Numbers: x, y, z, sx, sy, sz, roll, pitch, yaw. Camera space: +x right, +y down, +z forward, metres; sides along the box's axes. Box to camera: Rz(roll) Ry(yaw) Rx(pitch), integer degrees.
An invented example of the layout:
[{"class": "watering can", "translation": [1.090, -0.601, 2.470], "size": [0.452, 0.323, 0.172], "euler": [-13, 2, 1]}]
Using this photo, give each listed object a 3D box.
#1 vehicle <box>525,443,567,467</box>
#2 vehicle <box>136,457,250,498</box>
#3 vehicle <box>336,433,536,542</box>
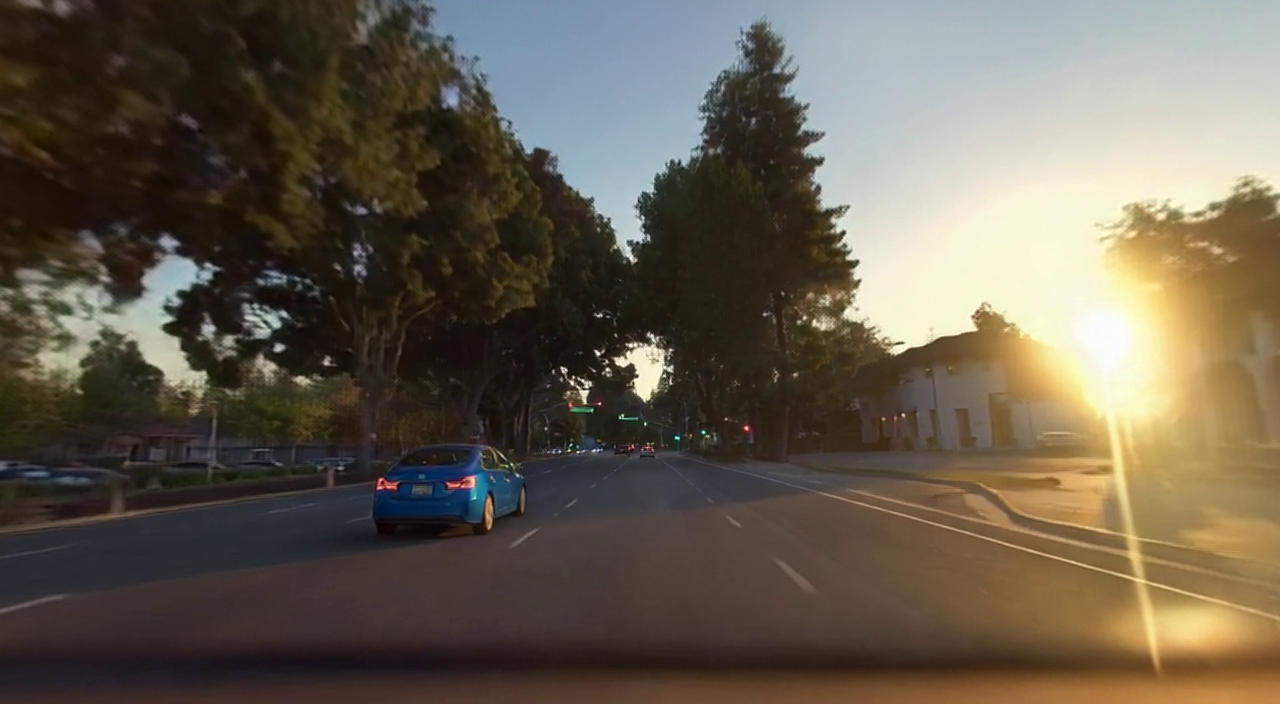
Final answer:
[{"class": "vehicle", "translation": [-6.341, 6.999, 43.039], "size": [2.027, 1.501, 4.707], "euler": [0, -9, 1]}, {"class": "vehicle", "translation": [-21.618, 6.046, 30.785], "size": [1.960, 1.718, 4.826], "euler": [0, -9, 1]}, {"class": "vehicle", "translation": [-3.183, 2.214, 10.951], "size": [1.924, 1.480, 4.421], "euler": [0, -9, 1]}]
